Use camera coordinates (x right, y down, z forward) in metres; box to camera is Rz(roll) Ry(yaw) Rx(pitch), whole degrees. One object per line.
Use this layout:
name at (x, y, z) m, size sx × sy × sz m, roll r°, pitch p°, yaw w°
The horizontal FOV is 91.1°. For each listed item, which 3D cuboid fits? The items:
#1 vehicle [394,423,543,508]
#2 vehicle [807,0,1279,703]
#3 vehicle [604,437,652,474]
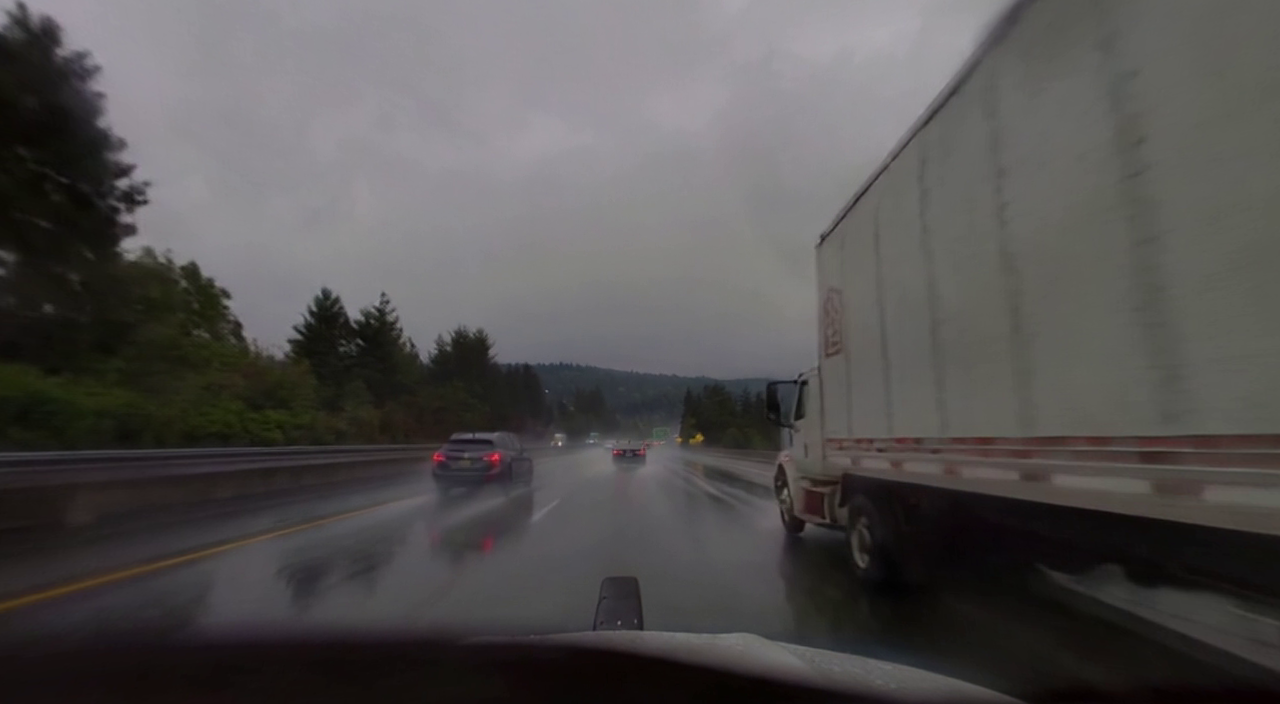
vehicle at (-3.876, 2.656, 15.234) m, size 2.264 × 1.699 × 4.648 m, roll 0°, pitch -8°, yaw 0°
vehicle at (3.957, -0.453, 1.940) m, size 2.946 × 4.111 × 14.652 m, roll 0°, pitch -8°, yaw 0°
vehicle at (-0.539, 4.768, 29.146) m, size 2.048 × 1.563 × 4.087 m, roll 0°, pitch -8°, yaw -1°
